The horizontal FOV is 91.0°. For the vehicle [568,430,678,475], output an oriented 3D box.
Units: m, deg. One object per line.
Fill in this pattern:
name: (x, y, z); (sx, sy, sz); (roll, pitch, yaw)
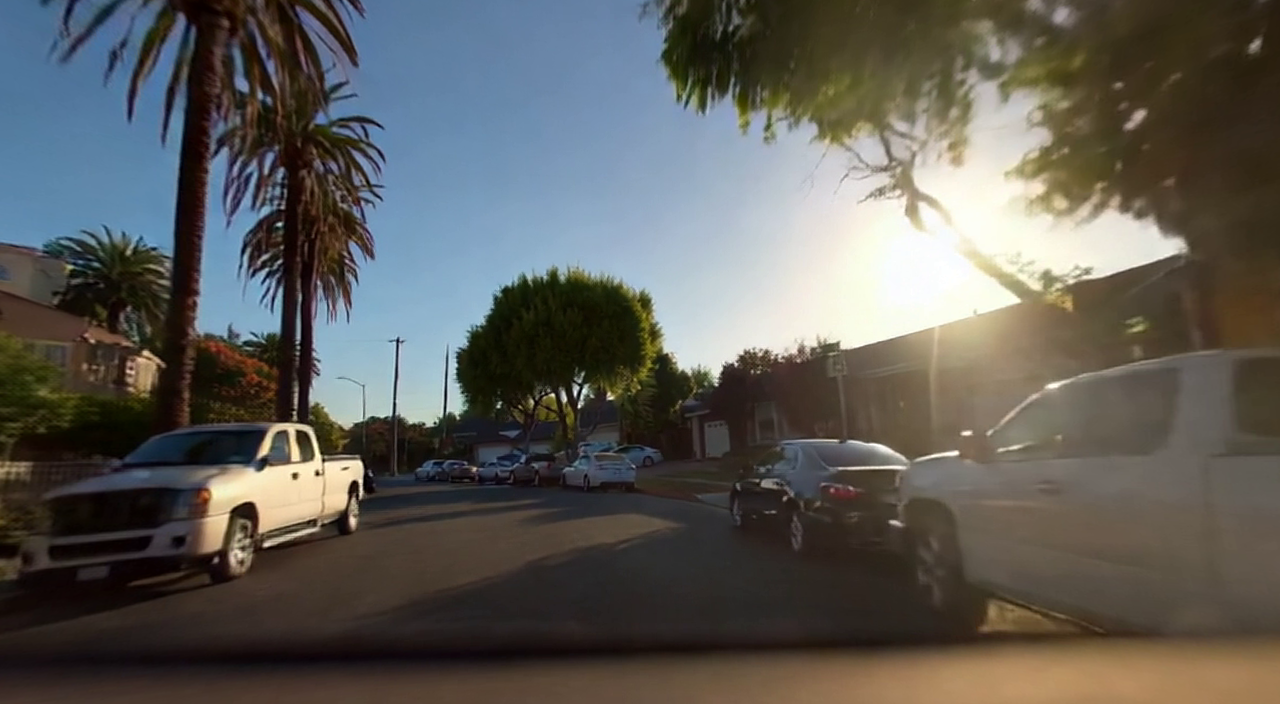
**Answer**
vehicle: (-0.881, 5.440, 34.277); (5.510, 2.121, 2.129); (-1, -9, 18)

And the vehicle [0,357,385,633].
vehicle: (-5.614, 1.782, 8.895); (2.337, 2.289, 6.092); (-6, -8, -11)

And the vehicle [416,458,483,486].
vehicle: (-11.783, 7.331, 38.675); (2.006, 1.484, 4.768); (8, -11, -42)

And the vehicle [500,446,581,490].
vehicle: (-4.516, 5.075, 27.939); (1.918, 1.753, 4.655); (5, -10, -31)

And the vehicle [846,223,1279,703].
vehicle: (2.925, 0.762, 2.804); (2.139, 1.997, 4.864); (0, -8, -3)

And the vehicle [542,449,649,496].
vehicle: (-1.784, 4.336, 23.188); (2.108, 1.503, 4.977); (4, -9, -27)
